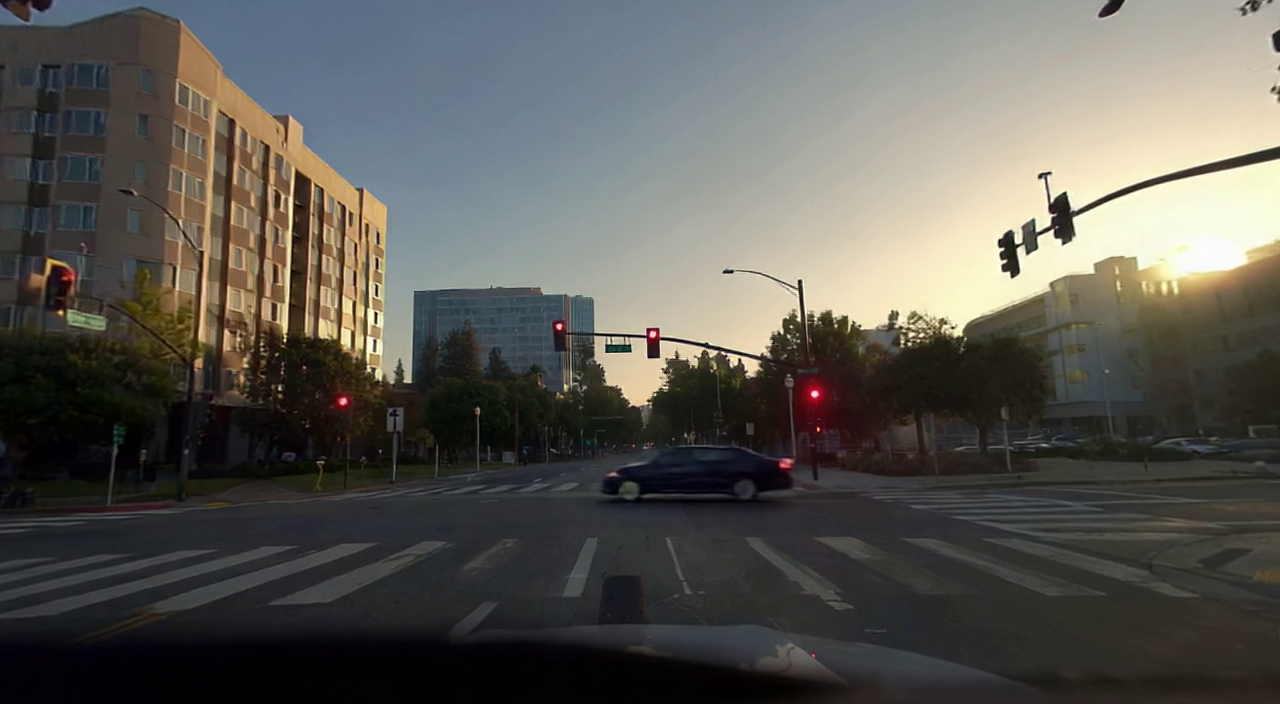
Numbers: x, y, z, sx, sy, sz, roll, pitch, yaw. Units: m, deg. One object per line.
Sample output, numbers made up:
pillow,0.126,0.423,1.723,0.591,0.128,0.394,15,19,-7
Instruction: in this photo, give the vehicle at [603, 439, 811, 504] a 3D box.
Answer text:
vehicle,1.571,2.953,15.786,4.847,1.484,1.926,0,-8,1
